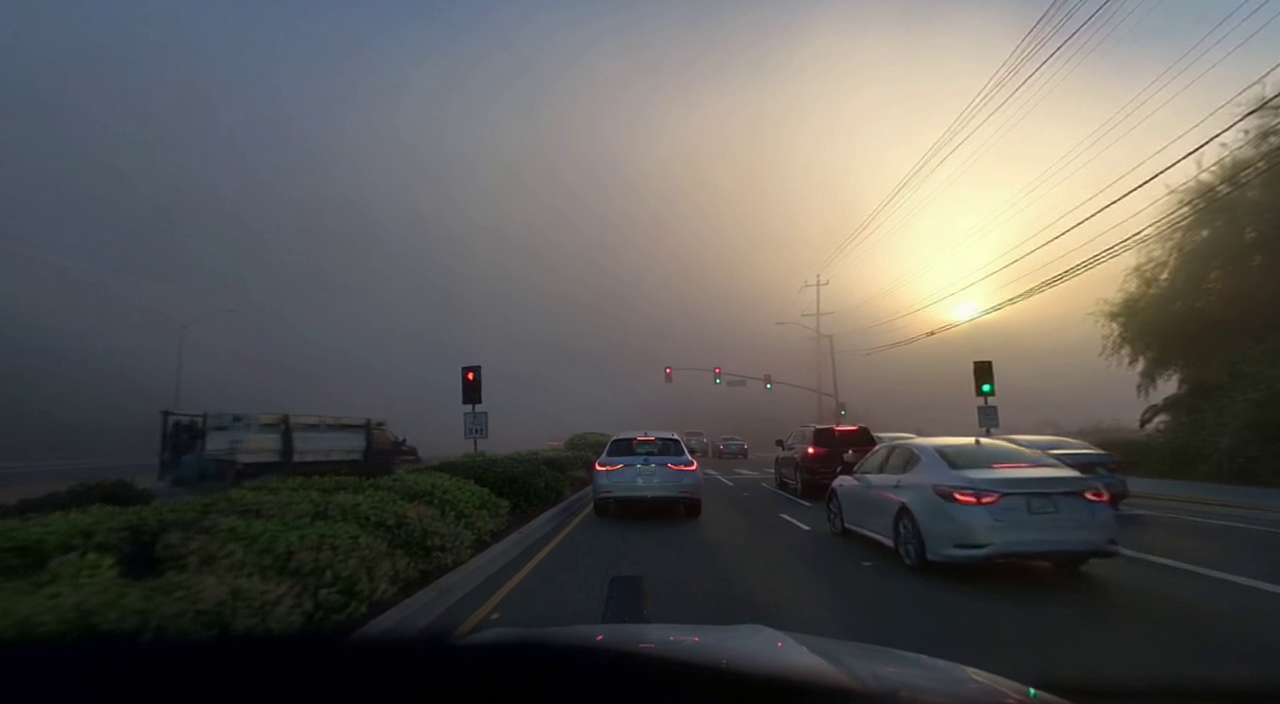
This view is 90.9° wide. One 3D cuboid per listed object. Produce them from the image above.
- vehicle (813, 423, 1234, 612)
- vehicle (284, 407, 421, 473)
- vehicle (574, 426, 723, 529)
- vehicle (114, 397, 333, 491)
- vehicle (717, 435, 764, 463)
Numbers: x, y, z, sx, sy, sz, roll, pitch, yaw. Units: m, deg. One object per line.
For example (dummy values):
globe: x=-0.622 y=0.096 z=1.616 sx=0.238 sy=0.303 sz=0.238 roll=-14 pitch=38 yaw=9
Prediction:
vehicle: x=3.614 y=1.628 z=7.235 sx=2.028 sy=1.454 sz=4.531 roll=0 pitch=-8 yaw=1
vehicle: x=-16.442 y=5.242 z=37.237 sx=3.085 sy=3.375 sz=9.783 roll=-1 pitch=-8 yaw=3
vehicle: x=0.152 y=2.194 z=11.604 sx=2.208 sy=1.498 sz=4.401 roll=0 pitch=-8 yaw=1
vehicle: x=-17.034 y=3.943 z=26.930 sx=2.934 sy=3.328 sz=8.716 roll=-1 pitch=-8 yaw=3
vehicle: x=5.552 y=5.445 z=35.399 sx=1.995 sy=1.491 sz=4.133 roll=0 pitch=-8 yaw=1
